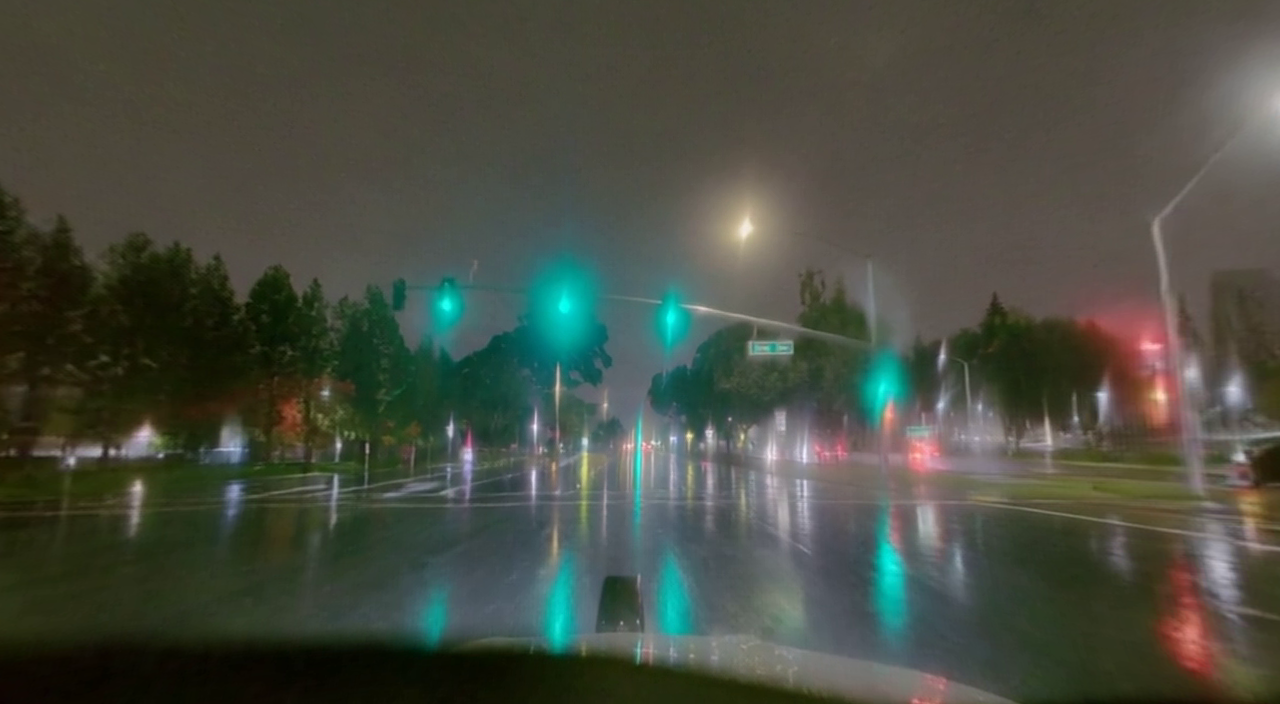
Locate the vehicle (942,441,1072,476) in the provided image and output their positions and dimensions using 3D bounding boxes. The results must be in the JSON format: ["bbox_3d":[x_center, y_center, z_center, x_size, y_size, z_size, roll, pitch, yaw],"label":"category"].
[{"bbox_3d":[16.067,4.656,27.824,4.483,1.452,1.924,0,-8,0],"label":"vehicle"}]
